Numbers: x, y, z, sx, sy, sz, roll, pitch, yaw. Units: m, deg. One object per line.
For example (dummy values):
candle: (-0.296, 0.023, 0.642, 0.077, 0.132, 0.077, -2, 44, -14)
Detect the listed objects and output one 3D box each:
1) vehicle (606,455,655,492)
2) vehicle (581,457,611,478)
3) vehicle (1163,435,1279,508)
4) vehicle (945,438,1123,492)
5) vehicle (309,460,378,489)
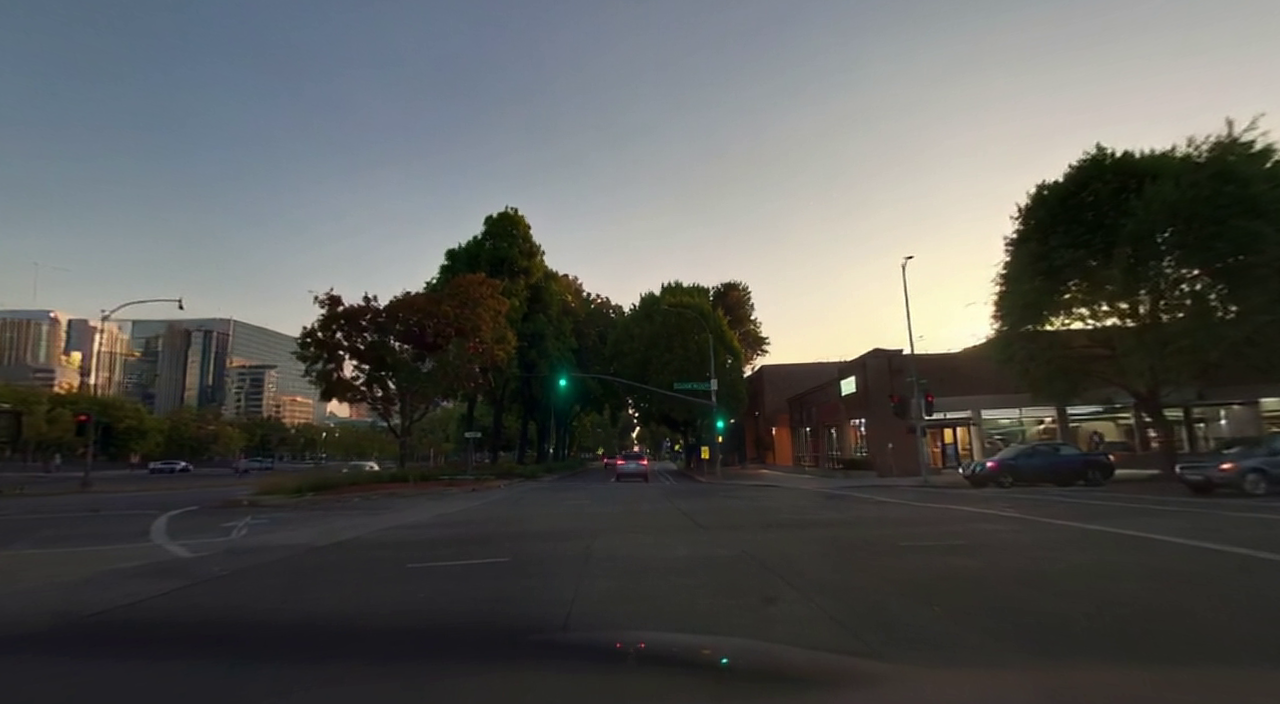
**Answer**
vehicle: (-0.391, 5.536, 29.088, 2.115, 1.461, 3.976, 0, -8, 1)
vehicle: (-3.393, 9.010, 49.593, 1.967, 1.504, 4.101, 0, -8, 1)
vehicle: (14.784, 2.574, 13.911, 4.801, 1.473, 1.922, 0, -8, -1)
vehicle: (14.420, 4.145, 23.356, 5.174, 1.878, 2.000, 0, -8, -1)
vehicle: (-18.250, 7.542, 39.151, 1.925, 1.497, 4.788, 0, -8, 1)
